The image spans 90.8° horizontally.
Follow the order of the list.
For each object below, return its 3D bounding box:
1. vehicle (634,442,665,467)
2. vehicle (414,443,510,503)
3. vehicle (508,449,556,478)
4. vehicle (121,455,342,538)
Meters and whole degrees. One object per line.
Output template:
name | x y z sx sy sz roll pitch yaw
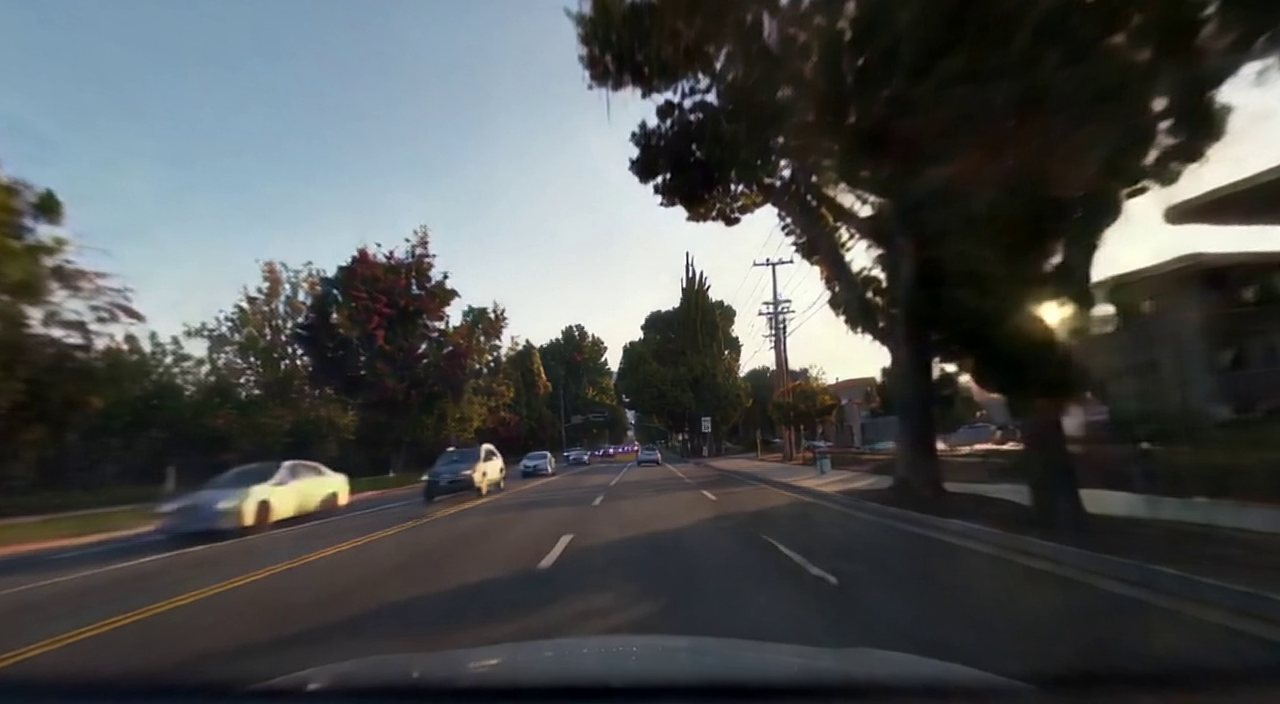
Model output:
vehicle | 0.673 7.676 47.309 2.163 1.746 4.073 -1 -8 0
vehicle | -5.405 3.678 19.716 1.792 1.628 4.000 -1 -8 0
vehicle | -5.884 6.111 34.905 1.933 1.492 3.755 -1 -8 1
vehicle | -8.953 3.153 14.462 2.058 1.495 4.448 -1 -8 0
